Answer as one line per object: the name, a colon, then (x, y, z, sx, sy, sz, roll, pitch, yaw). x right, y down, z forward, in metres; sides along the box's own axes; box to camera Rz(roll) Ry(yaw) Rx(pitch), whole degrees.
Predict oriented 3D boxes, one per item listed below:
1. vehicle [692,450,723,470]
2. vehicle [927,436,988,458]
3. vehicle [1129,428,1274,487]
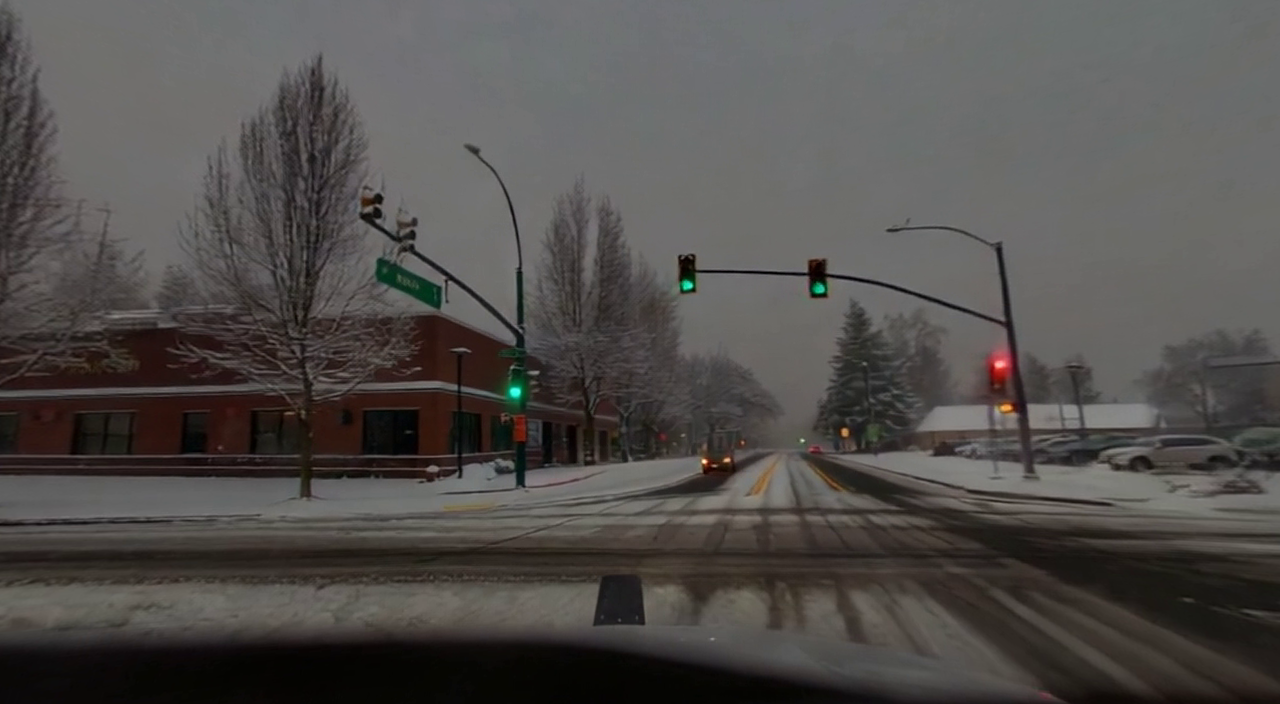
vehicle: (5.383, 8.512, 49.530, 1.964, 1.497, 3.674, -3, -9, 13)
vehicle: (22.103, 6.631, 43.696, 3.426, 1.405, 1.553, -4, -8, 12)
vehicle: (16.521, 3.063, 18.399, 4.295, 1.508, 1.955, 5, -11, -33)
